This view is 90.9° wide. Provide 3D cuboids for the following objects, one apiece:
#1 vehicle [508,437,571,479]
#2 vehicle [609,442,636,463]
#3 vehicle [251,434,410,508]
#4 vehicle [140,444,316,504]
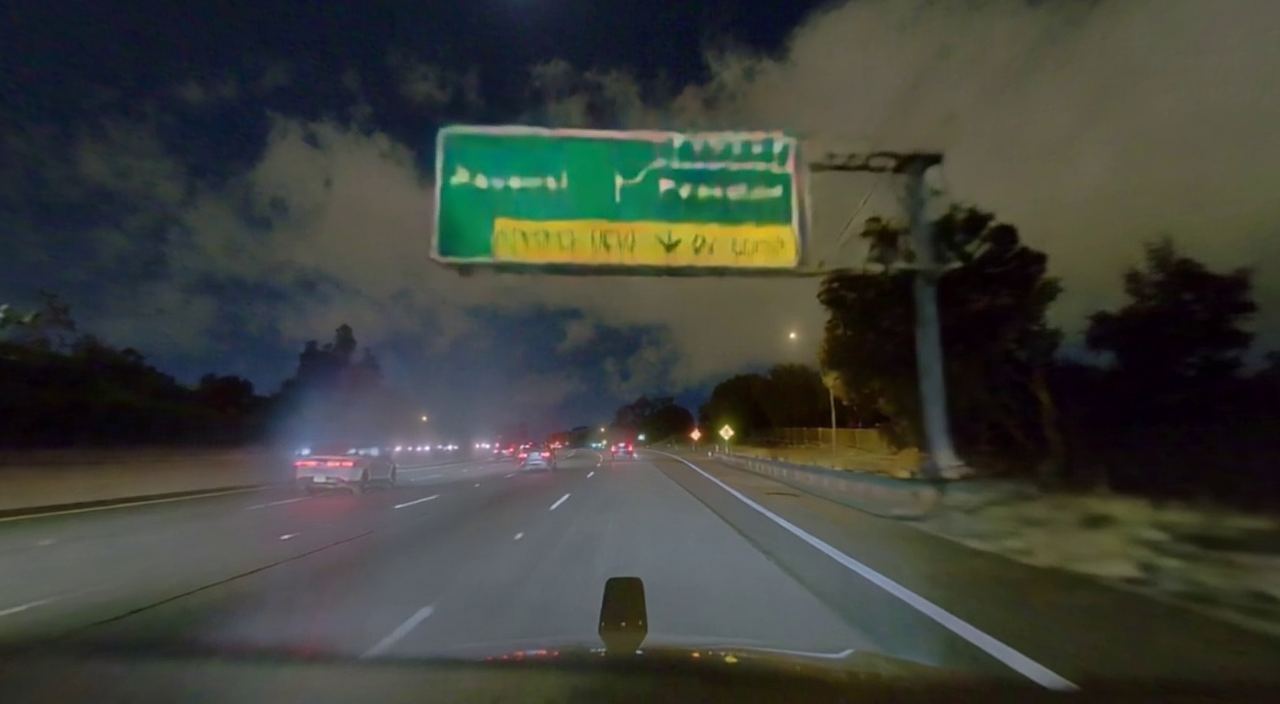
[{"bbox_3d":[-4.169,4.479,26.943,1.991,1.610,4.606,0,-8,-1],"label":"vehicle"},{"bbox_3d":[-1.257,7.313,45.923,1.881,1.460,3.694,0,-8,-2],"label":"vehicle"},{"bbox_3d":[-7.707,2.976,16.233,2.086,1.628,4.039,0,-8,-1],"label":"vehicle"},{"bbox_3d":[-11.756,3.464,18.501,2.028,1.499,4.702,0,-8,-1],"label":"vehicle"}]
